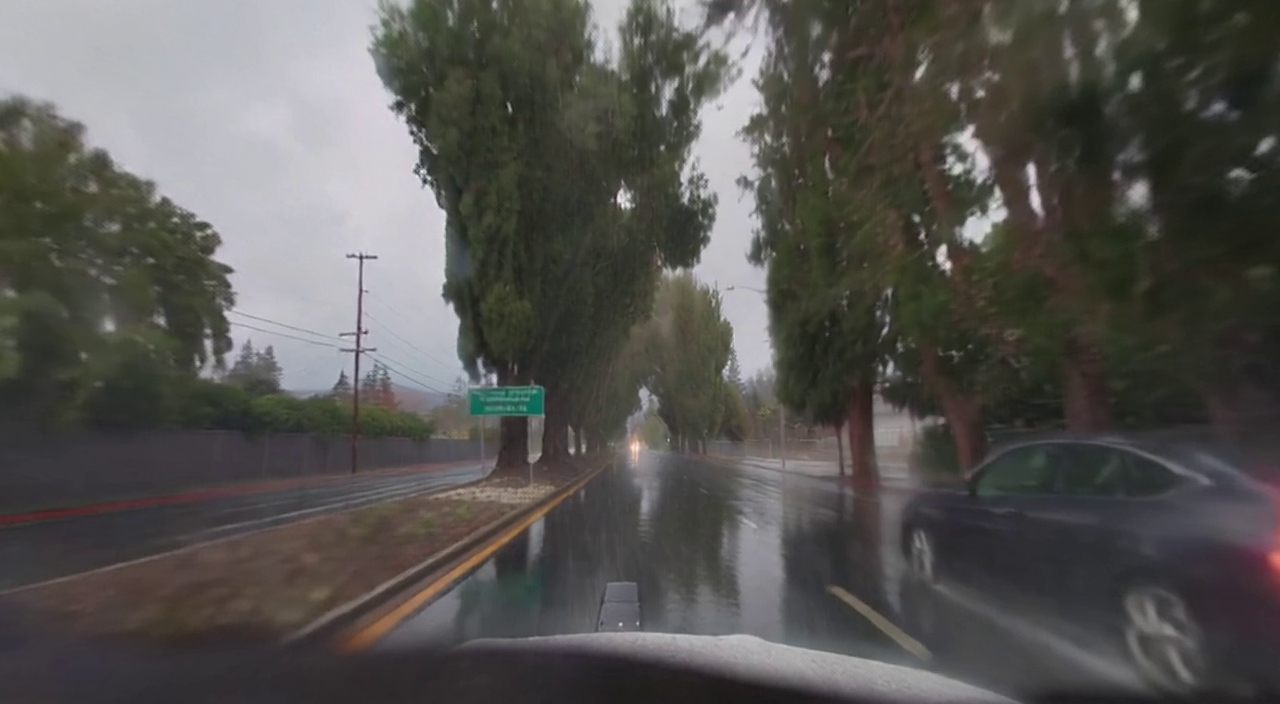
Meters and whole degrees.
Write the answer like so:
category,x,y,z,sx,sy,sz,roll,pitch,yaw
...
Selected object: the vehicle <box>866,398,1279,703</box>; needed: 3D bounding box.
category,x,y,z,sx,sy,sz,roll,pitch,yaw
vehicle,3.475,1.268,4.671,1.985,1.529,4.316,0,-8,0
